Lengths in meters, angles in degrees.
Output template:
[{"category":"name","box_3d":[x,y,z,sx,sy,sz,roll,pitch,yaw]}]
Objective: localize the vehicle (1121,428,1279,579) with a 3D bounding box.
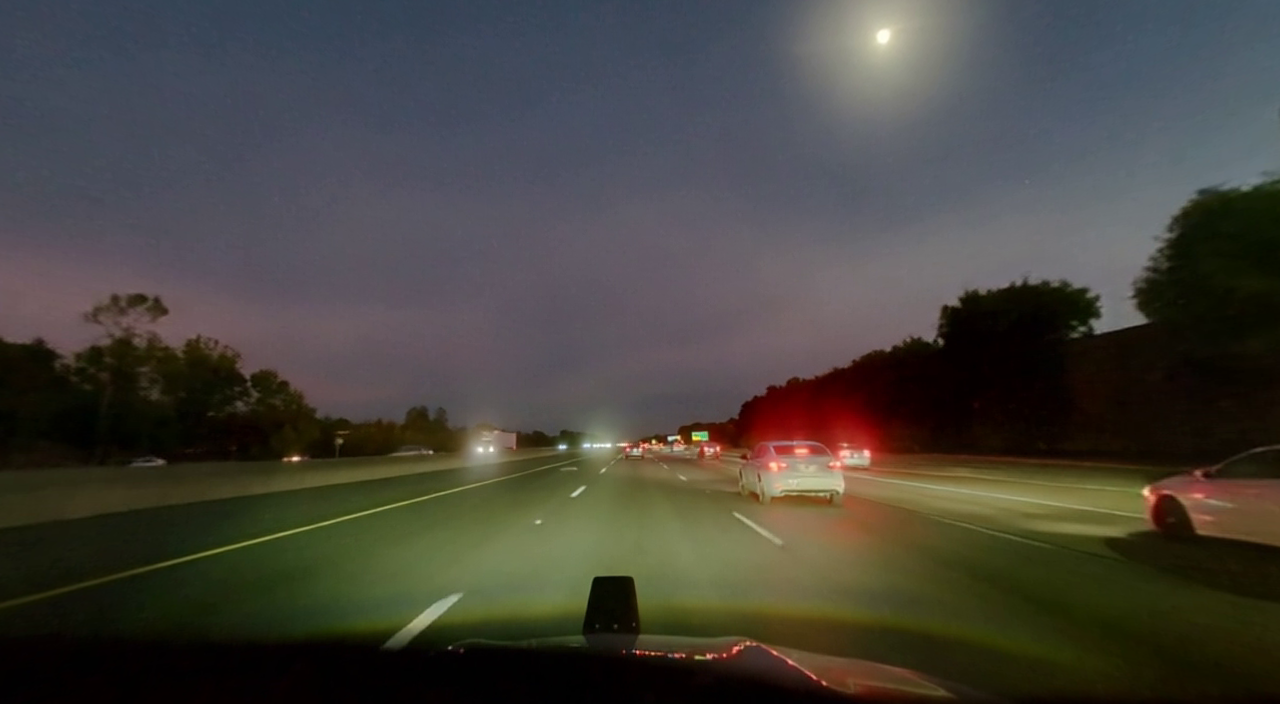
[{"category":"vehicle","box_3d":[7.355,1.473,6.047,1.946,1.497,4.467,0,-8,-1]}]

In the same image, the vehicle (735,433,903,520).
[{"category":"vehicle","box_3d":[3.423,2.484,13.173,2.076,1.472,4.562,0,-8,-1]}]
